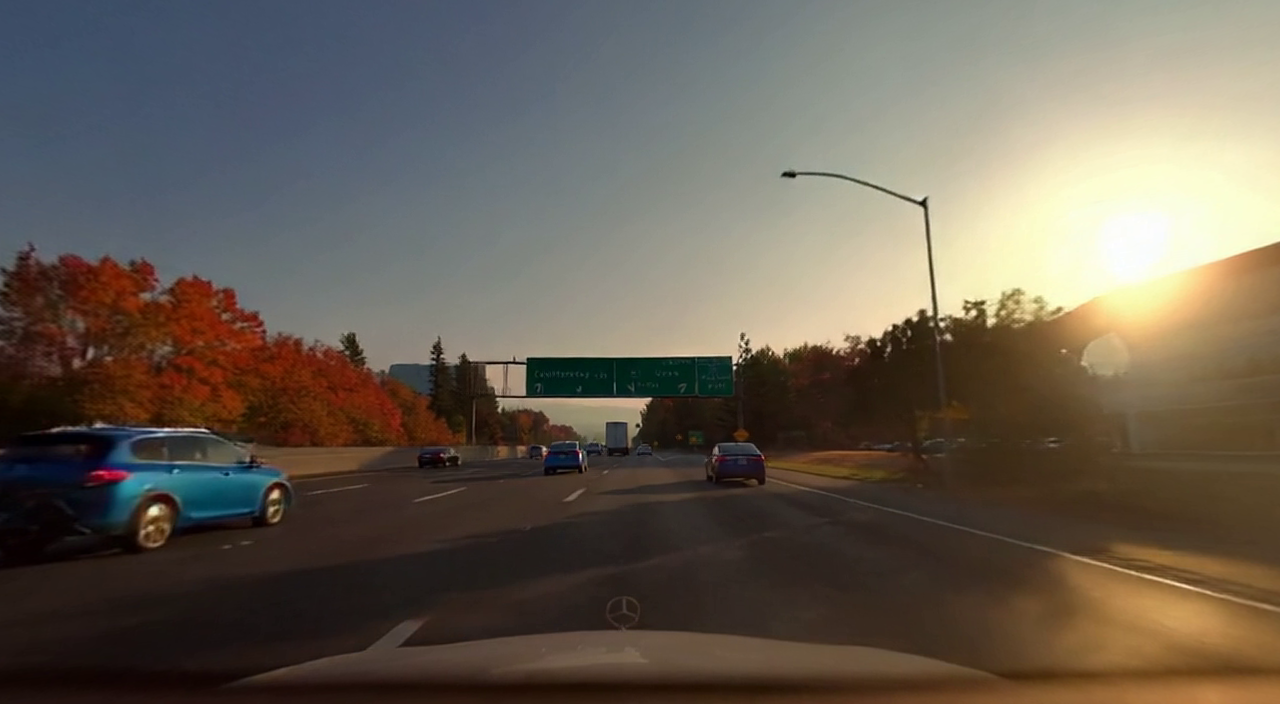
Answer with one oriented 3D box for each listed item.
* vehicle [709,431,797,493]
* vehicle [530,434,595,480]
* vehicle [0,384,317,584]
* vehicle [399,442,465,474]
[{"bbox_3d":[3.496,3.498,20.383,2.101,1.742,4.495,0,-9,1],"label":"vehicle"},{"bbox_3d":[-3.159,4.405,26.646,2.111,1.742,4.315,0,-9,1],"label":"vehicle"},{"bbox_3d":[-6.985,1.606,8.514,2.314,1.842,5.279,0,-9,1],"label":"vehicle"},{"bbox_3d":[-10.805,5.521,33.009,1.919,1.509,4.265,0,-9,1],"label":"vehicle"}]
